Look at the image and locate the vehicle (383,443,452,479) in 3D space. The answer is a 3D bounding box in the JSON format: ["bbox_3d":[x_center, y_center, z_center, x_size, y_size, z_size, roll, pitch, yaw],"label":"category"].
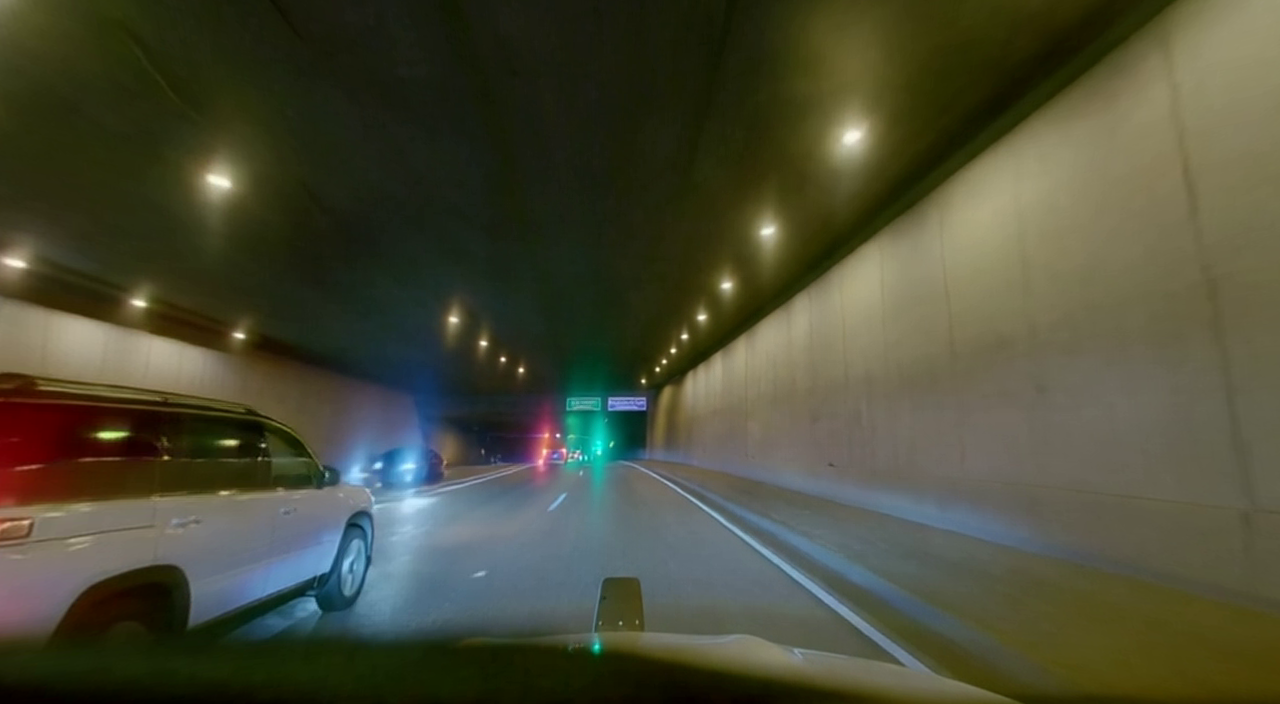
[{"bbox_3d":[-9.662,4.725,27.759,1.691,1.439,4.136,0,-8,-3],"label":"vehicle"}]

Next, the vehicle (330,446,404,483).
[{"bbox_3d":[-13.047,5.359,30.487,1.788,1.622,4.284,0,-8,-2],"label":"vehicle"}]

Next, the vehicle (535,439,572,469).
[{"bbox_3d":[-5.371,6.388,39.765,1.961,1.725,4.315,0,-8,-3],"label":"vehicle"}]
